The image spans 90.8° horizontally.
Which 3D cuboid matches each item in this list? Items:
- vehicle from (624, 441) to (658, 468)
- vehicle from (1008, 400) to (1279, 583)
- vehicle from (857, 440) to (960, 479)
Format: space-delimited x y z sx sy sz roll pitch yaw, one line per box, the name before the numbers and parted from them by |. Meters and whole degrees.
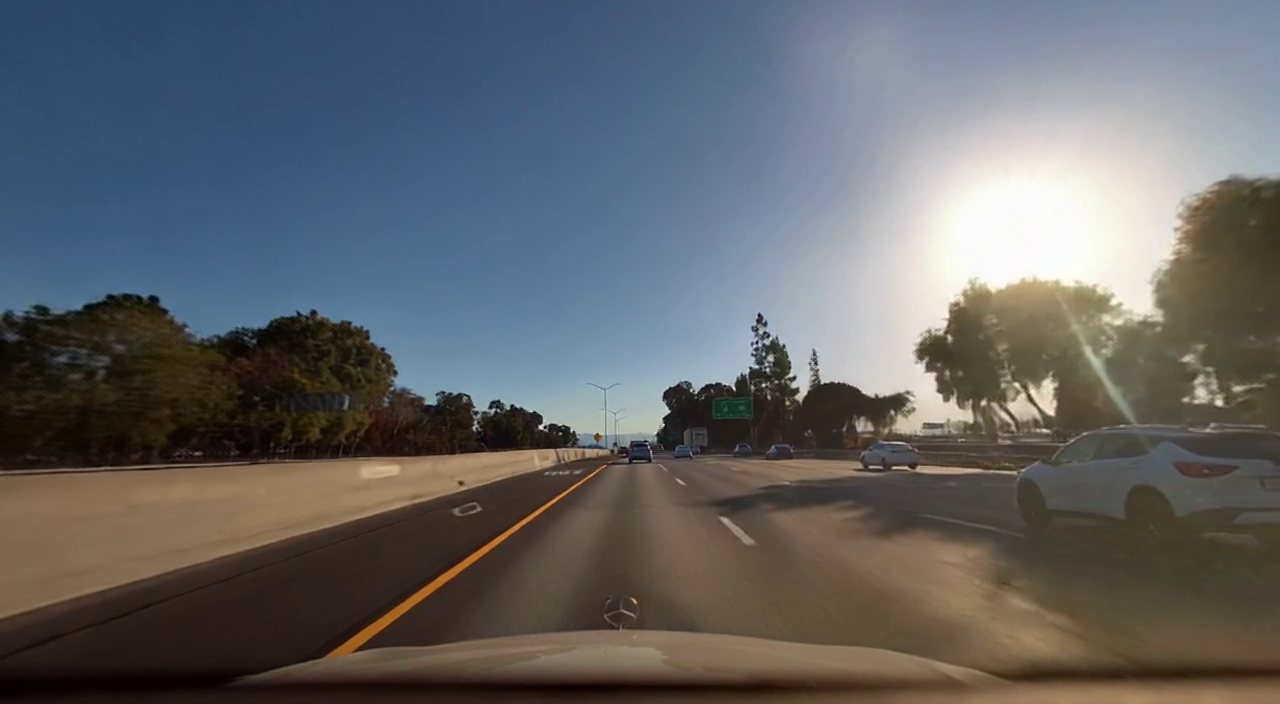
vehicle | 0.001 6.459 40.024 1.864 1.566 4.446 -1 -8 -3
vehicle | 6.942 1.572 7.759 2.027 1.679 4.543 0 -8 -1
vehicle | 10.968 4.403 26.284 2.087 1.442 4.834 0 -8 -1
